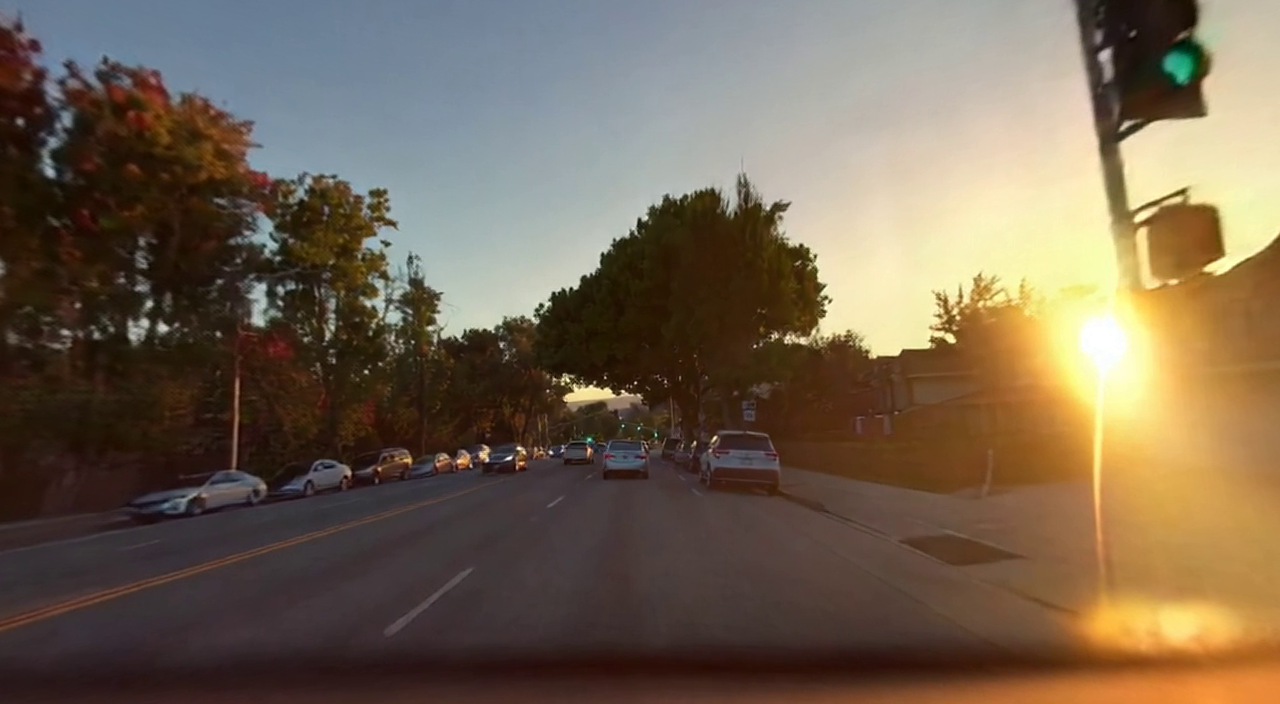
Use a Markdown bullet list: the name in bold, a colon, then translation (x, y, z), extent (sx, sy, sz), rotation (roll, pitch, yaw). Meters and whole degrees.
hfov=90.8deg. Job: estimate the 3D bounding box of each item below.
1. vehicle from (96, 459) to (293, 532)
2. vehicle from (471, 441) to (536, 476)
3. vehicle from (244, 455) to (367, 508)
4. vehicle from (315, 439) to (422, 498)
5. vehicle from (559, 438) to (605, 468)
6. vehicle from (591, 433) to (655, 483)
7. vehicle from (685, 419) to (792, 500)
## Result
- **vehicle**: translation (-12.434, 3.989, 18.212), extent (2.050, 1.518, 5.115), rotation (-3, -8, -1)
- **vehicle**: translation (-6.484, 5.098, 30.552), extent (1.998, 1.518, 4.817), rotation (0, -8, 1)
- **vehicle**: translation (-12.140, 4.675, 23.362), extent (2.047, 1.497, 4.949), rotation (-4, -8, -2)
- **vehicle**: translation (-12.306, 5.248, 29.250), extent (2.249, 2.093, 6.297), rotation (-8, -7, -3)
- **vehicle**: translation (-3.093, 5.473, 34.468), extent (2.117, 1.528, 4.277), rotation (0, -8, -1)
- **vehicle**: translation (-0.560, 3.710, 22.411), extent (2.041, 1.575, 4.304), rotation (0, -8, 0)
- **vehicle**: translation (2.482, 2.877, 17.221), extent (2.119, 1.884, 4.567), rotation (0, -8, -1)
